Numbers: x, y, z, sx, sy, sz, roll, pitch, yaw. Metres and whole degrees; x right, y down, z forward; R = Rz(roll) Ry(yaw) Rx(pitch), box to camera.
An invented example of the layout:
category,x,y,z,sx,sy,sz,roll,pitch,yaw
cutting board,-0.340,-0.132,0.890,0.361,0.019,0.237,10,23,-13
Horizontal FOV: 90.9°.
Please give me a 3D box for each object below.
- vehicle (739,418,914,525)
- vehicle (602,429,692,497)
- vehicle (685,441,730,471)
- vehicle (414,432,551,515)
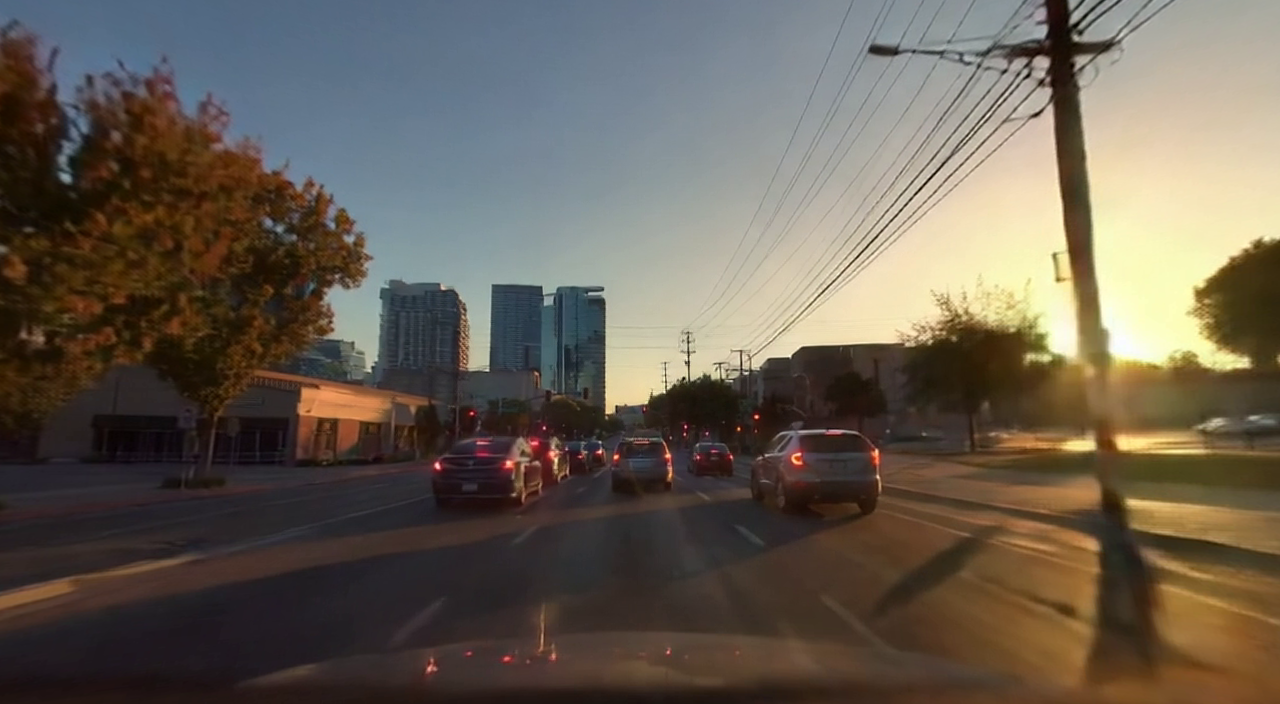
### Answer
category,x,y,z,sx,sy,sz,roll,pitch,yaw
vehicle,3.384,2.275,12.530,2.024,1.711,4.512,0,-9,-1
vehicle,0.149,3.036,17.629,2.200,1.653,4.127,0,-8,0
vehicle,3.593,5.605,34.282,1.880,1.503,4.130,0,-8,-1
vehicle,-3.216,2.568,13.889,2.104,1.488,4.546,0,-9,-4
